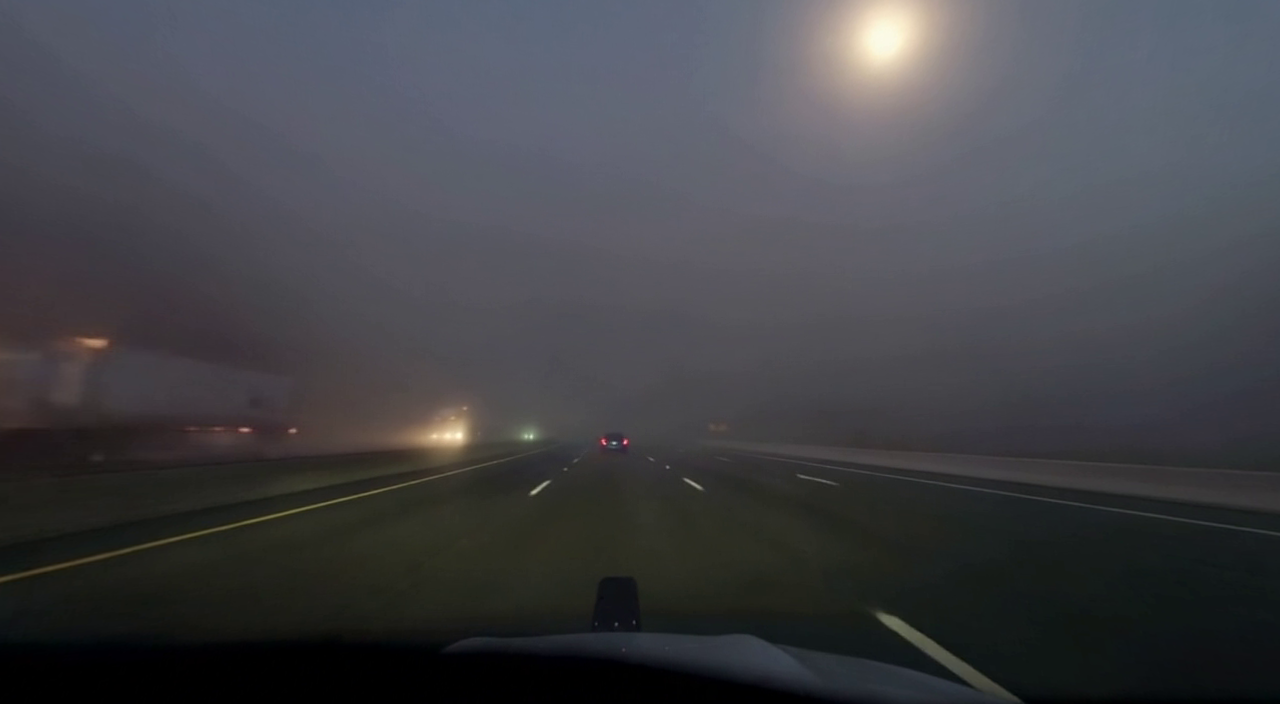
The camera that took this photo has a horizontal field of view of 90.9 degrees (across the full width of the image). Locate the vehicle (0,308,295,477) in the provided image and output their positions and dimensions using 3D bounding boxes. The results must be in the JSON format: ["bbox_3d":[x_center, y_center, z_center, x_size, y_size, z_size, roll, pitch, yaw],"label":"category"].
[{"bbox_3d":[-16.855,1.794,21.106,2.915,3.951,14.819,0,-8,-3],"label":"vehicle"}]

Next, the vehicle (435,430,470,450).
[{"bbox_3d":[-14.045,6.591,47.428,1.682,1.409,3.563,0,-8,-3],"label":"vehicle"}]

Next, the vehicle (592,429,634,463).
[{"bbox_3d":[-1.415,4.799,32.302,1.997,1.589,4.179,0,-8,-4],"label":"vehicle"}]

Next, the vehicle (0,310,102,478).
[{"bbox_3d":[-16.434,0.954,14.443,2.992,3.902,5.828,0,-8,-2],"label":"vehicle"}]
